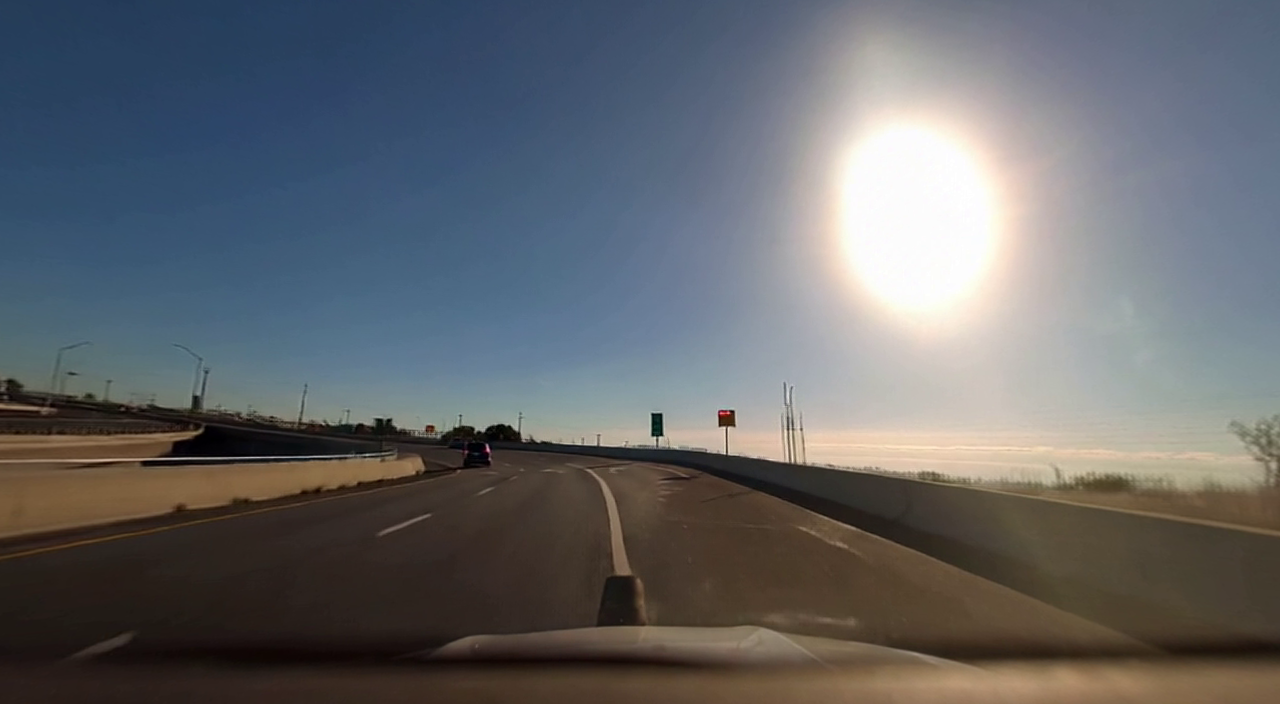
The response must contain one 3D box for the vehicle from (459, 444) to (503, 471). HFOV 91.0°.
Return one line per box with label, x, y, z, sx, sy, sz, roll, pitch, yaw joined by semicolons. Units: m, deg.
vehicle;-10.051;6.688;40.108;2.234;1.588;4.484;2;-9;-9
